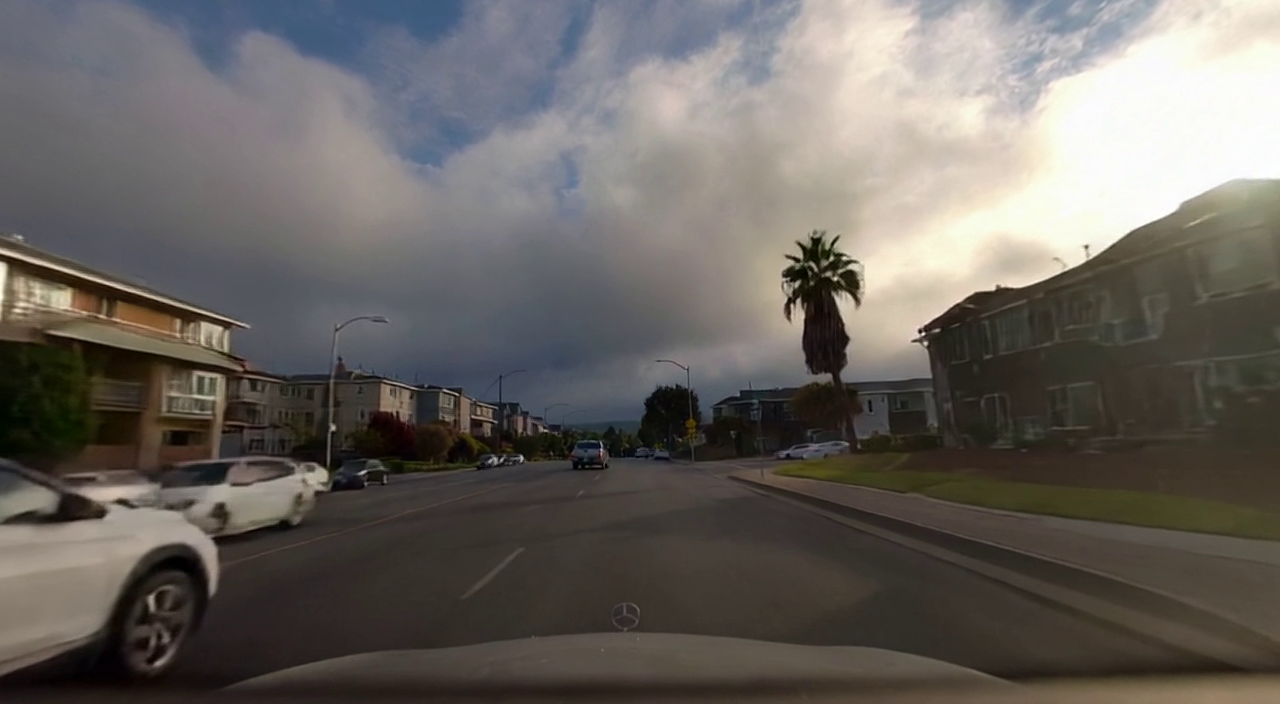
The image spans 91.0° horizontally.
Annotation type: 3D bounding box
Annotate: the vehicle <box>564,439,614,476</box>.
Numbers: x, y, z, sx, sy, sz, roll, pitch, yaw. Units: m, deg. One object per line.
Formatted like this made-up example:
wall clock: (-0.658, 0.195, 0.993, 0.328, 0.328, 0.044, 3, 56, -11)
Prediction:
vehicle: (-2.587, 5.530, 33.245, 1.994, 1.810, 5.057, -1, -9, 3)

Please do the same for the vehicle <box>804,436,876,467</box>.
vehicle: (12.418, 6.201, 39.182, 3.778, 1.744, 1.804, -1, -9, -4)

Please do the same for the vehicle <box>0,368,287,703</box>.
vehicle: (-3.273, 0.866, 2.070, 1.929, 1.651, 3.948, 0, -9, -1)

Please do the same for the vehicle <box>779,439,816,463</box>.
vehicle: (12.307, 7.738, 49.411, 1.924, 1.624, 4.873, -5, -8, 5)
